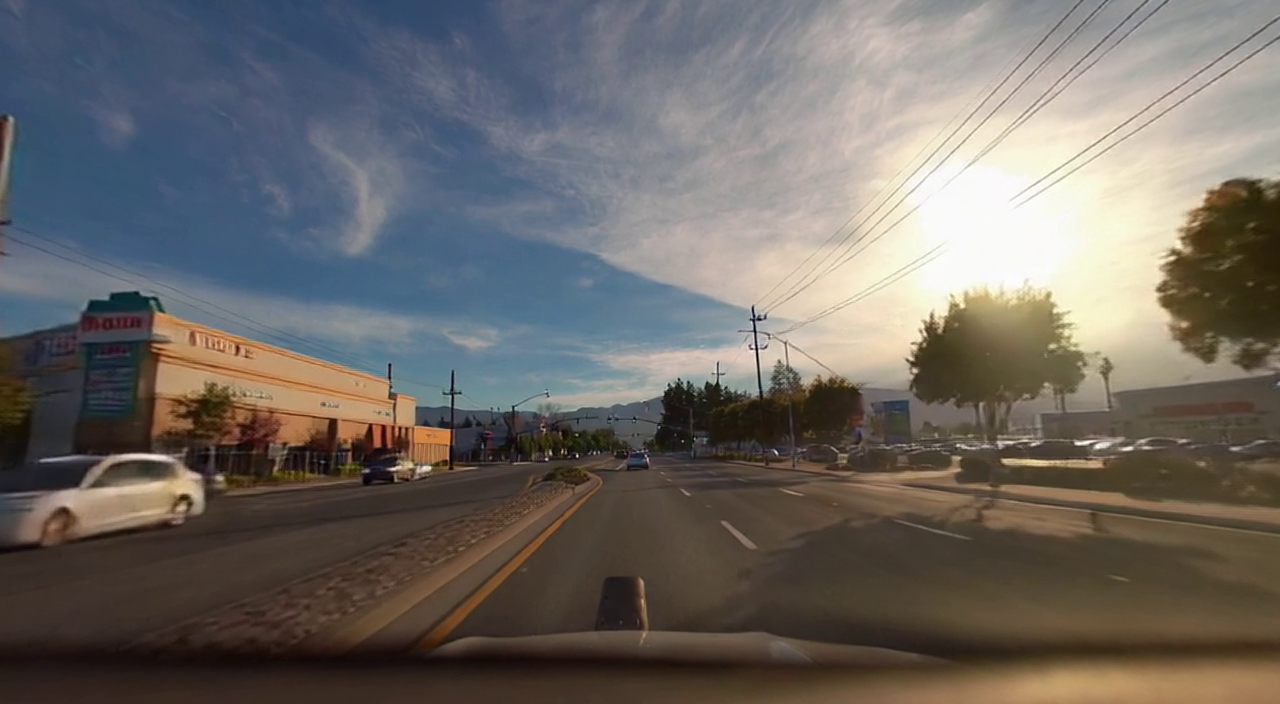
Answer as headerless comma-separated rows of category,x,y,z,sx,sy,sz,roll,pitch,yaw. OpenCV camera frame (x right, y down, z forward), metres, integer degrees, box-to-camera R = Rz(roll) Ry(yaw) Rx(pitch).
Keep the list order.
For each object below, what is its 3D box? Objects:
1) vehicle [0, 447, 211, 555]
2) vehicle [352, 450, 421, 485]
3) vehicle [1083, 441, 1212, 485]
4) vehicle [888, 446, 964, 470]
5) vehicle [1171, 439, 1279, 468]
vehicle,-11.374,2.864,12.955,2.004,1.787,4.384,0,-9,0
vehicle,-14.544,6.605,36.515,2.046,1.900,4.689,0,-9,0
vehicle,19.518,4.229,24.285,4.333,1.532,2.037,4,-10,-25
vehicle,19.406,7.155,42.900,4.731,1.535,2.079,4,-10,-26
vehicle,32.110,5.570,34.770,4.036,1.512,1.856,0,-9,1
